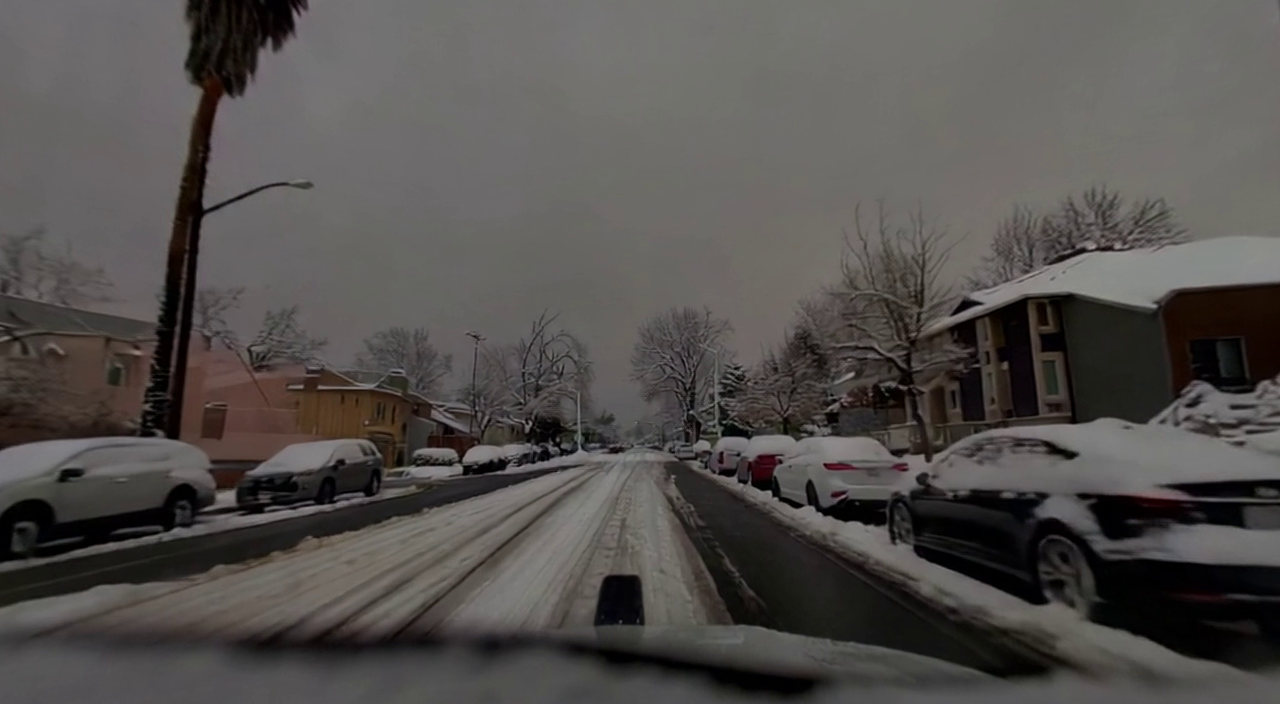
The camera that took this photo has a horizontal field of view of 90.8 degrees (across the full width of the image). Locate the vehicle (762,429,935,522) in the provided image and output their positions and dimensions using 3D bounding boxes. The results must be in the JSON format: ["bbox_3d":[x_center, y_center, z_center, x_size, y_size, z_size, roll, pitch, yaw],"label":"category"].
[{"bbox_3d":[3.928,2.397,12.844,1.929,1.543,4.379,0,-8,-1],"label":"vehicle"}]

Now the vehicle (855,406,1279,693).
[{"bbox_3d":[3.628,1.359,5.635,1.819,1.487,4.537,0,-8,0],"label":"vehicle"}]

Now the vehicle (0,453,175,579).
[{"bbox_3d":[-8.864,2.126,8.384,3.912,1.488,1.837,3,-9,-23],"label":"vehicle"}]

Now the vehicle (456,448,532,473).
[{"bbox_3d":[-9.246,6.824,39.899,4.419,1.486,1.808,3,-9,-21],"label":"vehicle"}]
